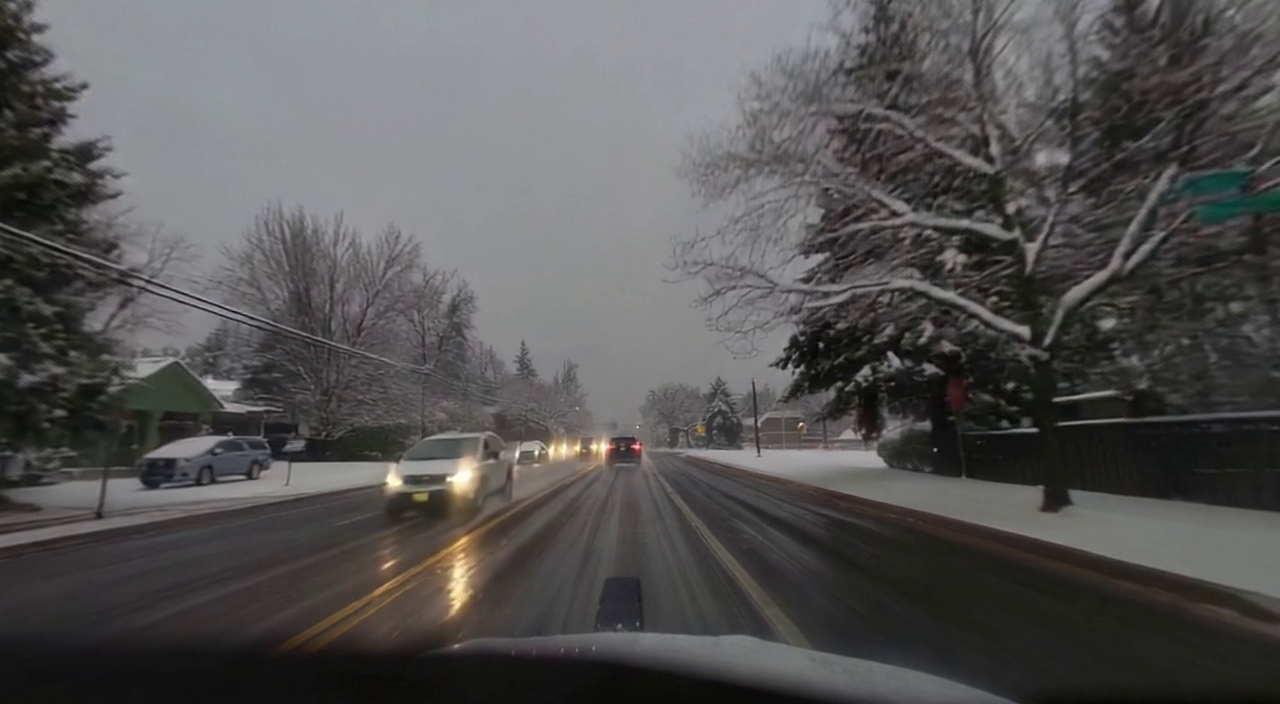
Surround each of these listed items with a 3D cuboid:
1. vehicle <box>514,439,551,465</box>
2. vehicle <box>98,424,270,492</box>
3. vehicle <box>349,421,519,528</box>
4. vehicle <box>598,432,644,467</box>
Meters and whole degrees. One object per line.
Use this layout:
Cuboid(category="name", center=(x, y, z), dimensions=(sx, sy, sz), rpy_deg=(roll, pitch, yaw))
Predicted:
Cuboid(category="vehicle", center=(-8.136, 7.637, 48.230), dimensions=(1.978, 1.744, 4.301), rpy_deg=(-4, -9, 0))
Cuboid(category="vehicle", center=(-15.956, 3.737, 22.643), dimensions=(2.385, 2.081, 5.237), rpy_deg=(0, -8, -3))
Cuboid(category="vehicle", center=(-3.921, 2.405, 12.980), dimensions=(2.037, 1.724, 4.512), rpy_deg=(-2, -8, -1))
Cuboid(category="vehicle", center=(-1.028, 5.828, 37.943), dimensions=(2.554, 1.902, 5.329), rpy_deg=(0, -8, 0))
